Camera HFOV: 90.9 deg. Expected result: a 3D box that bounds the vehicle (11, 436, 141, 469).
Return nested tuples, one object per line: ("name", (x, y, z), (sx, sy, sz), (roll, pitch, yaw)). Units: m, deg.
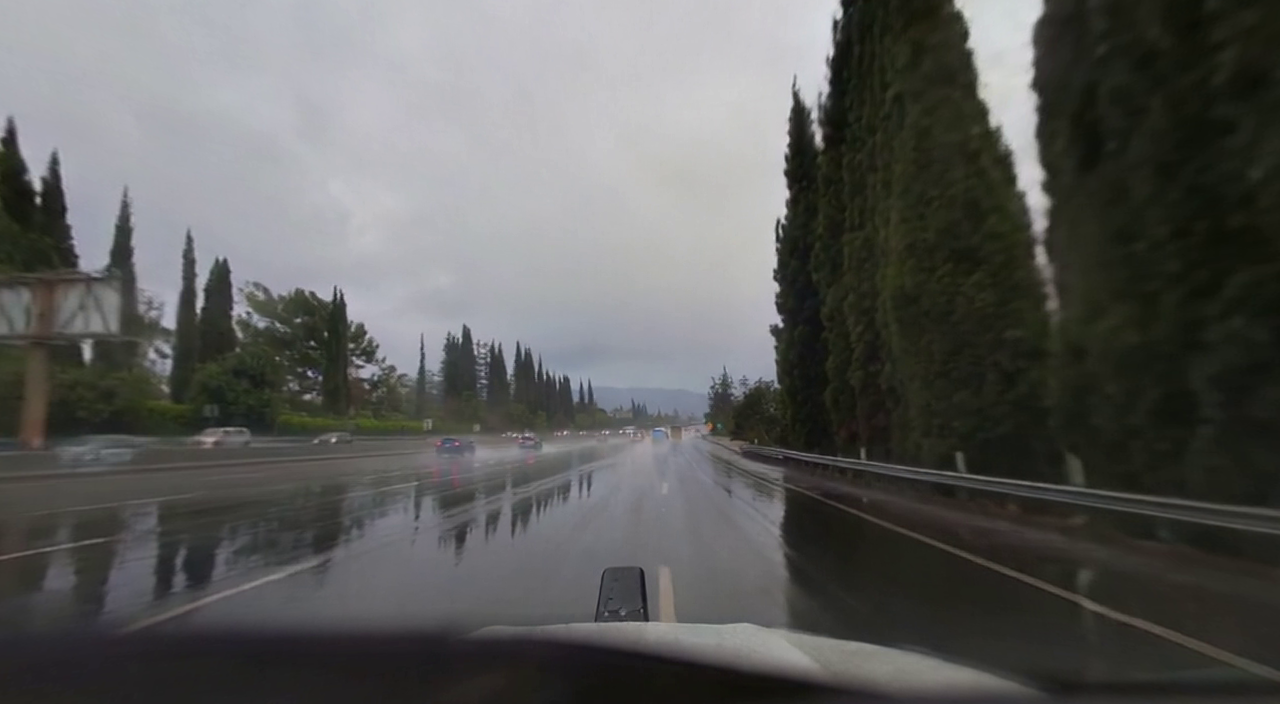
("vehicle", (-27.589, 4.929, 31.089), (1.833, 1.472, 4.655), (-1, -8, 6))
